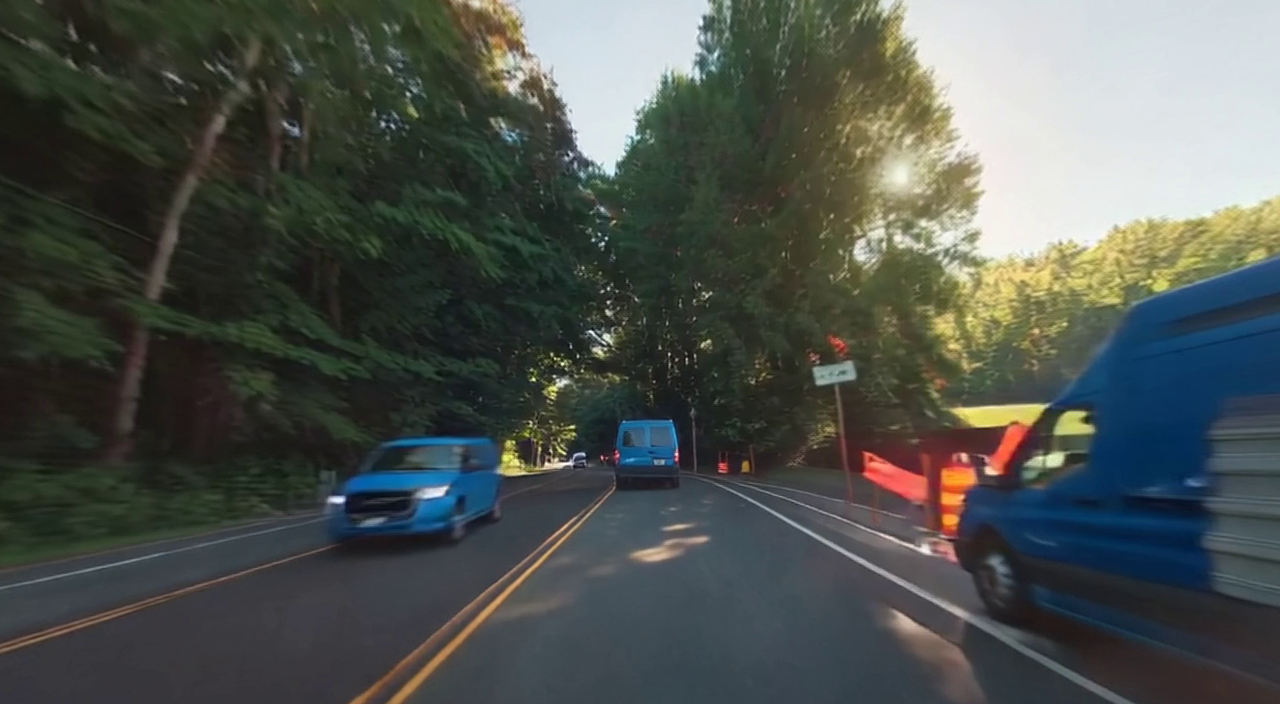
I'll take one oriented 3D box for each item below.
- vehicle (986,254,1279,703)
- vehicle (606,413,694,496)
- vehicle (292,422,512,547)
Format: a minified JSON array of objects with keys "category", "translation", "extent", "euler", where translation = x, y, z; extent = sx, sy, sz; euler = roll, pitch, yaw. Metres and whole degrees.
[{"category":"vehicle","translation":[3.834,0.395,0.776],"extent":[2.833,2.033,7.668],"euler":[0,-9,3]},{"category":"vehicle","translation":[0.345,3.151,19.653],"extent":[2.362,2.247,4.892],"euler":[0,-9,2]},{"category":"vehicle","translation":[-4.049,2.353,11.971],"extent":[2.230,1.842,5.014],"euler":[0,-9,0]}]
